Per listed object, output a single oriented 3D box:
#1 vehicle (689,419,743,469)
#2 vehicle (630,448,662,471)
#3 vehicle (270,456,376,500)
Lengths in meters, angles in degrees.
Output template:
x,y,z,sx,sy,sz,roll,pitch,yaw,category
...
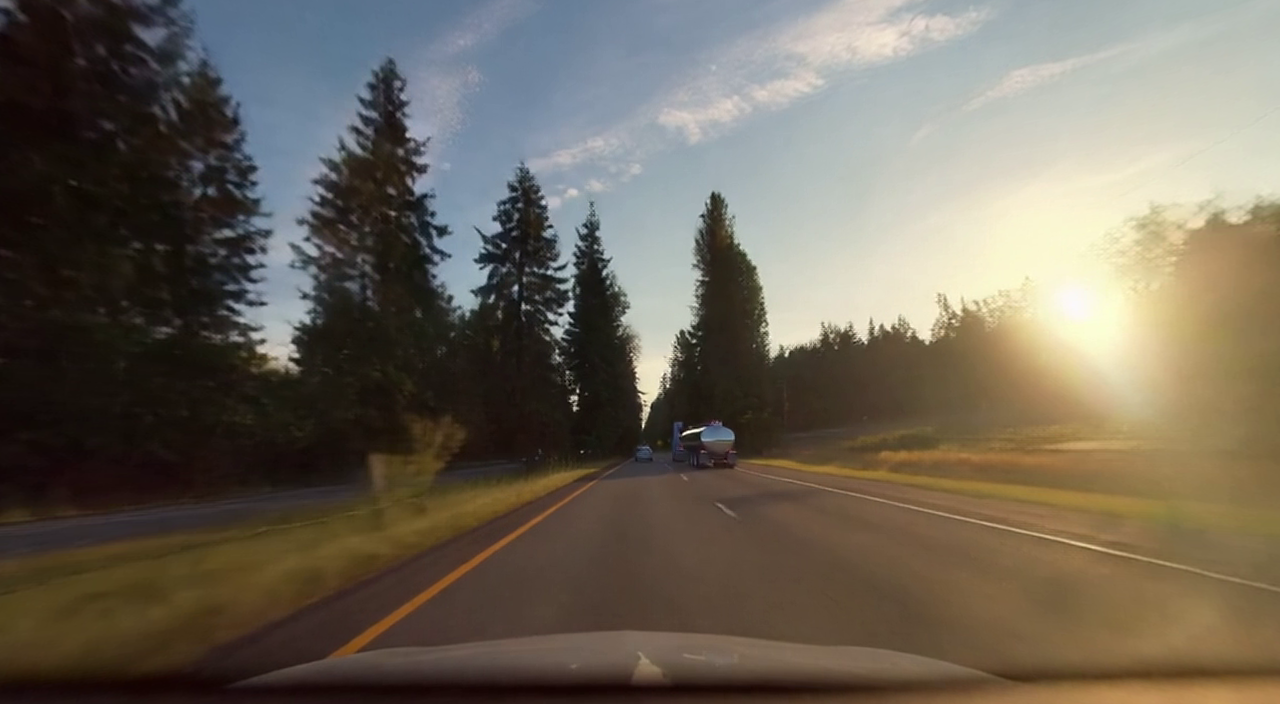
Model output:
x,y,z,sx,sy,sz,roll,pitch,yaw,category
5.003,6.288,42.844,2.718,3.034,7.395,0,-9,0,vehicle
0.371,6.721,39.631,1.926,1.386,3.615,0,-9,0,vehicle
-12.215,4.855,24.603,2.096,1.487,3.831,0,-9,0,vehicle
